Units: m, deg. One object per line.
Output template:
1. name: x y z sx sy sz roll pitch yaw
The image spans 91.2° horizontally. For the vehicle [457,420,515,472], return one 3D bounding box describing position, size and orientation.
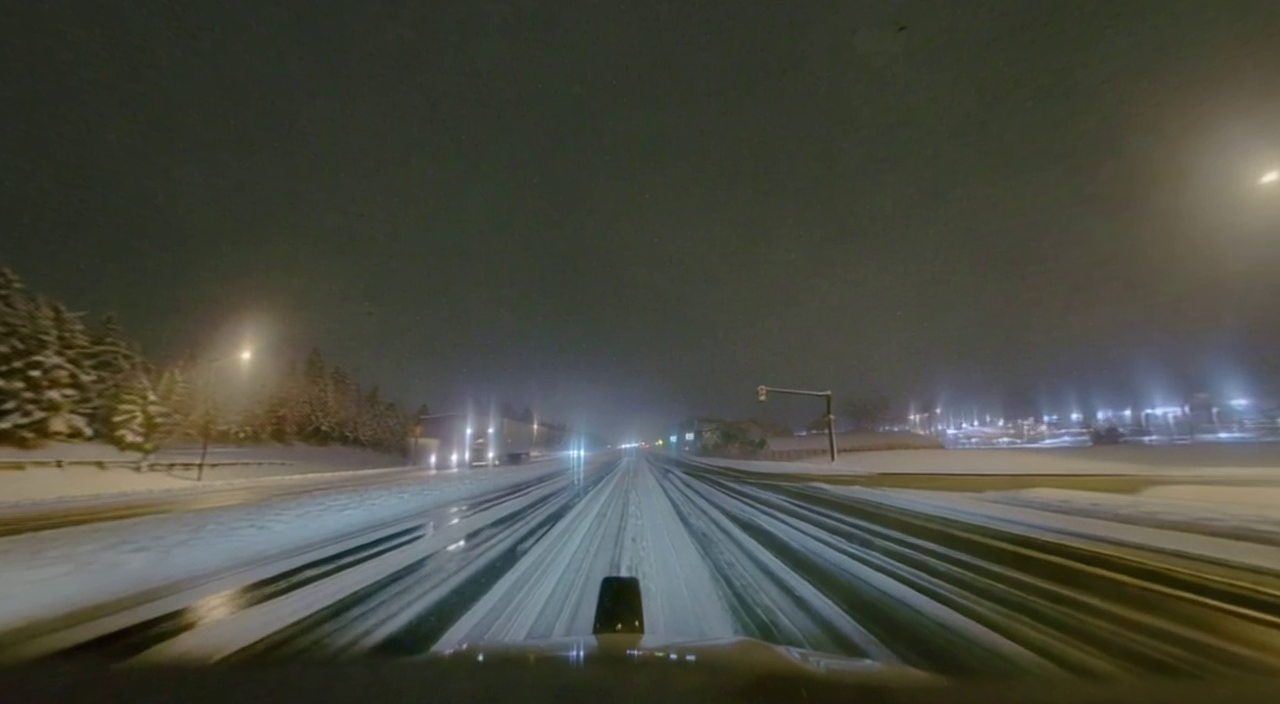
1. vehicle: -11.961 7.410 49.231 2.993 3.759 5.901 0 -9 0
